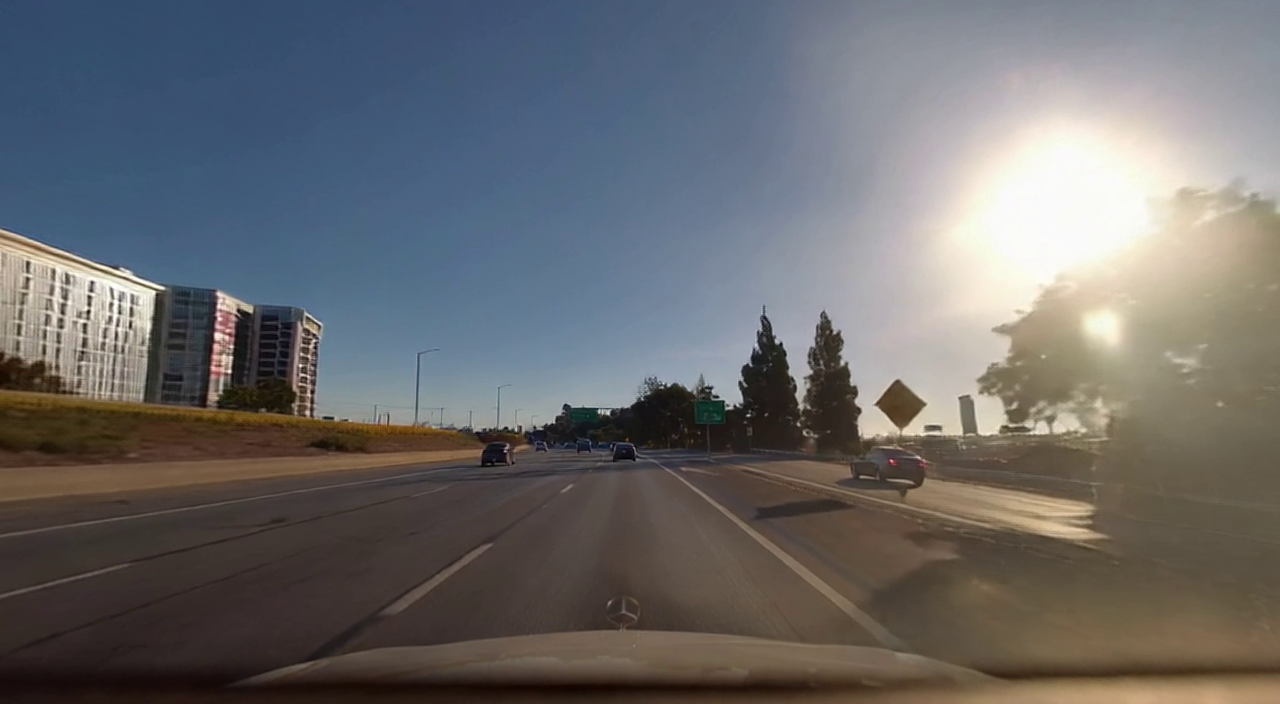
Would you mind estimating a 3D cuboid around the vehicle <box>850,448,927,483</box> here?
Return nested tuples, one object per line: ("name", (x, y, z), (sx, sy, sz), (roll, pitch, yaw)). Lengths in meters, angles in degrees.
("vehicle", (13.739, 6.269, 35.194), (2.023, 1.782, 4.193), (1, -9, -10))

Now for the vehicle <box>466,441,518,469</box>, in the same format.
("vehicle", (-8.372, 5.854, 36.156), (2.009, 1.454, 4.250), (0, -9, -1))

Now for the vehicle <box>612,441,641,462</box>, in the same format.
("vehicle", (-1.065, 7.349, 46.746), (2.038, 1.414, 4.357), (0, -9, -2))
